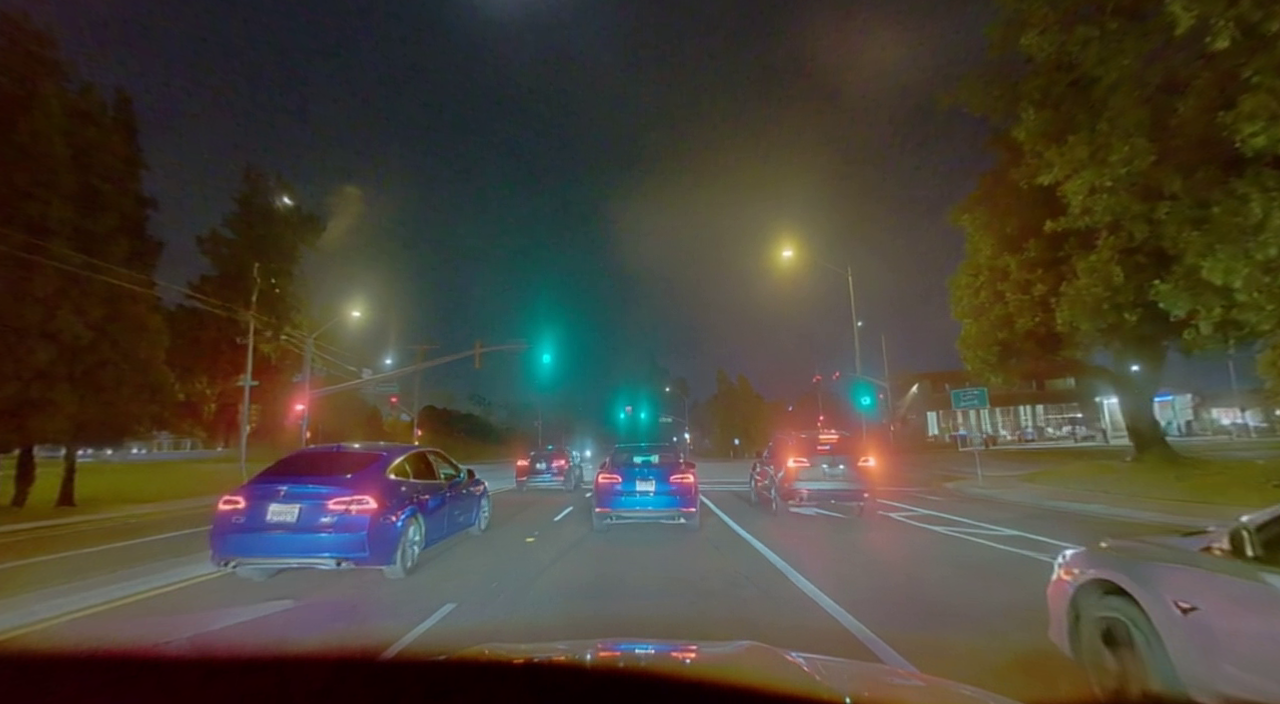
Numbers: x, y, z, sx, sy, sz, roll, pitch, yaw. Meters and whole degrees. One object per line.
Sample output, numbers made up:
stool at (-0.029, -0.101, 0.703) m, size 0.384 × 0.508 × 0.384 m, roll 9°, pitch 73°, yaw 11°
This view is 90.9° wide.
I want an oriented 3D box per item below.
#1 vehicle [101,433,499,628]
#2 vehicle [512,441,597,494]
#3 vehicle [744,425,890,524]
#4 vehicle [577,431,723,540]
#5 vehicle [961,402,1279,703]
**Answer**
vehicle at (-3.133, 1.711, 7.135) m, size 2.015 × 1.478 × 4.407 m, roll 0°, pitch -8°, yaw 0°
vehicle at (-2.707, 3.773, 20.981) m, size 2.089 × 1.537 × 4.073 m, roll -1°, pitch -9°, yaw 2°
vehicle at (3.495, 2.490, 13.328) m, size 1.938 × 1.732 × 4.006 m, roll 1°, pitch -8°, yaw 0°
vehicle at (0.137, 2.286, 11.436) m, size 2.144 × 1.563 × 4.218 m, roll 0°, pitch -8°, yaw 0°
vehicle at (3.322, 0.934, 2.208) m, size 1.951 × 1.522 × 4.614 m, roll 0°, pitch -8°, yaw 0°
